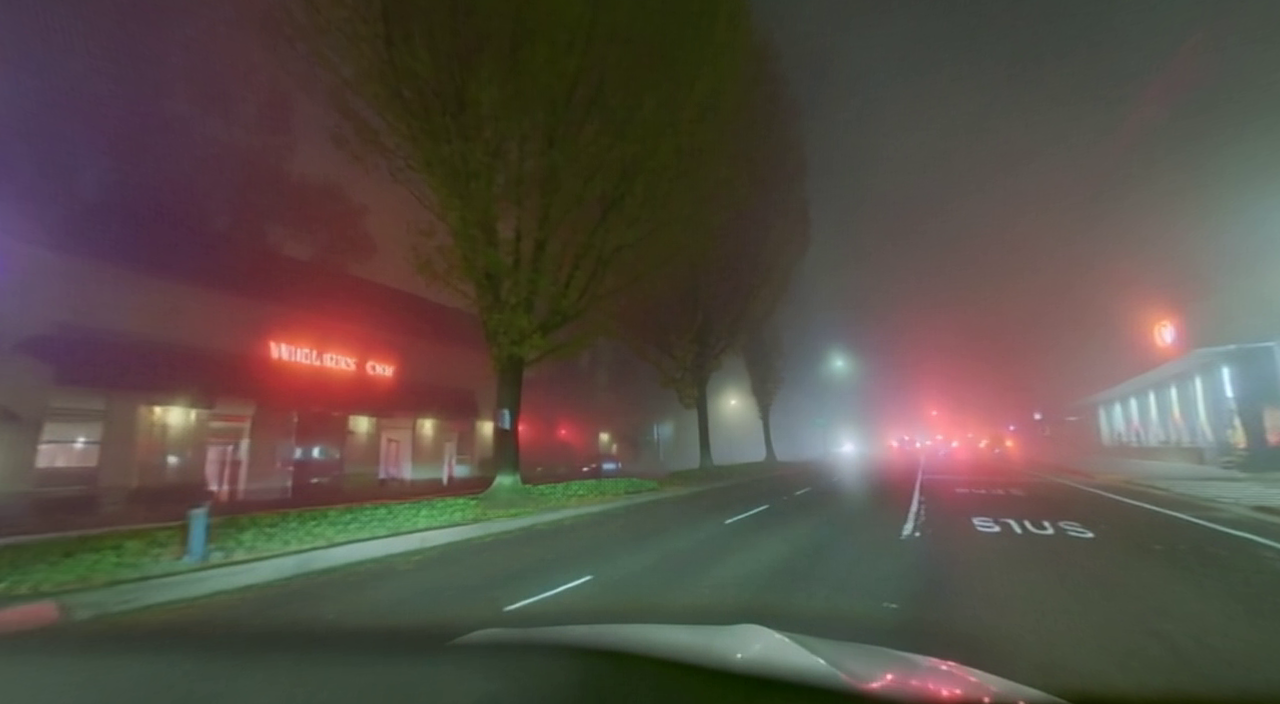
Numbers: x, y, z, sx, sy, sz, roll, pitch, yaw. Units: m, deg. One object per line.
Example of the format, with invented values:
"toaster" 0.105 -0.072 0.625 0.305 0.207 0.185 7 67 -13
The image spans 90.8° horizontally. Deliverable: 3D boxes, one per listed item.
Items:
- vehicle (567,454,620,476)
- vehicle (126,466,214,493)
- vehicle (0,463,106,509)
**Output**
"vehicle" -3.335 8.235 46.256 1.840 1.440 4.442 -7 -11 25
"vehicle" -30.243 8.196 40.817 1.689 1.534 4.158 -9 -13 25
"vehicle" -24.082 5.414 25.505 3.994 1.471 1.956 -2 -16 22
